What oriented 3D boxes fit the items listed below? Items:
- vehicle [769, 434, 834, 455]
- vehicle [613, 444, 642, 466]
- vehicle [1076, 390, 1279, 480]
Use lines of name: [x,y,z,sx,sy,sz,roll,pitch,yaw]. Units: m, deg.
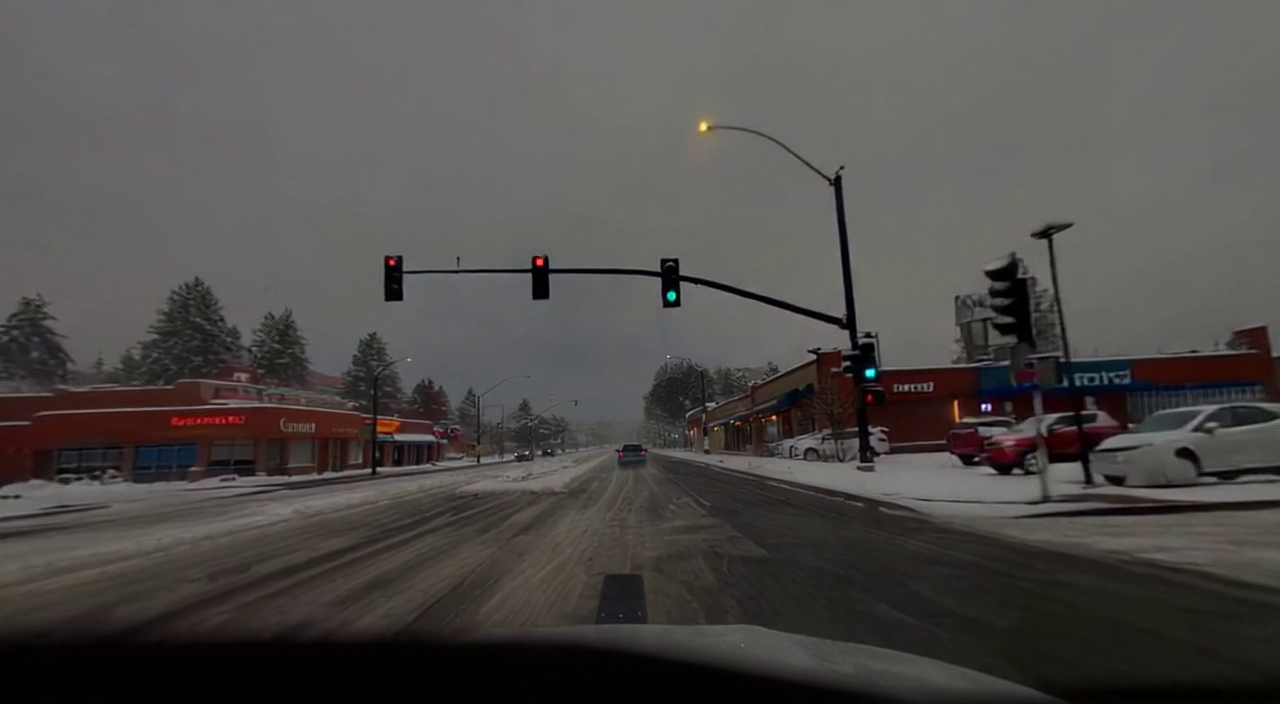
vehicle: [12.496,7.192,49.055,4.486,1.569,1.966,0,-9,-4]
vehicle: [-0.879,7.222,44.437,1.977,1.451,4.032,0,-8,-1]
vehicle: [12.885,1.837,13.963,4.852,1.805,2.155,0,-9,-1]
